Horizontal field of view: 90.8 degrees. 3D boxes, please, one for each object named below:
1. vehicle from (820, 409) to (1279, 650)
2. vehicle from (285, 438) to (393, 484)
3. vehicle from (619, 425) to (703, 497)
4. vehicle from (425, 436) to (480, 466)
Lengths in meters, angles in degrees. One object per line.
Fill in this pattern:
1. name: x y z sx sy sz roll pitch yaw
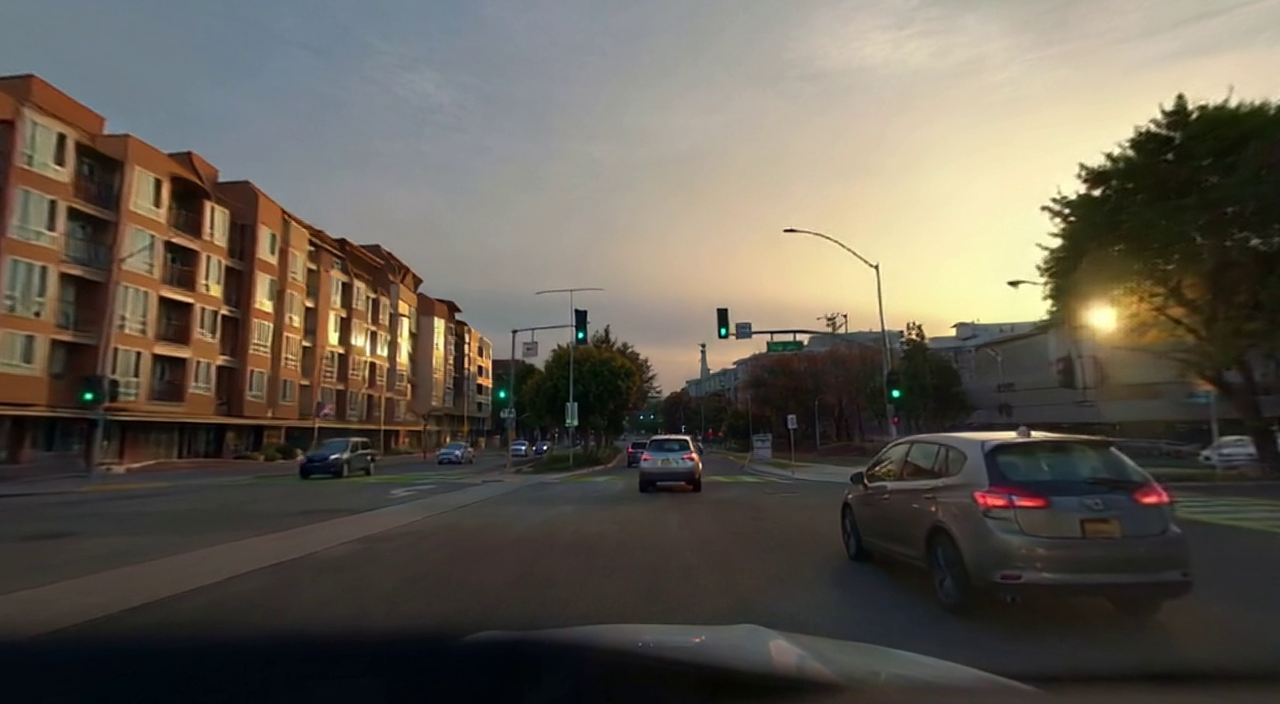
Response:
1. vehicle: 3.387 1.505 6.419 1.906 1.608 4.137 0 -8 0
2. vehicle: -12.535 4.548 26.756 1.964 1.712 5.236 0 -8 0
3. vehicle: 0.728 3.267 19.366 2.206 1.858 5.332 -1 -8 4
4. vehicle: -12.430 6.594 42.212 2.076 1.836 4.847 0 -8 1
